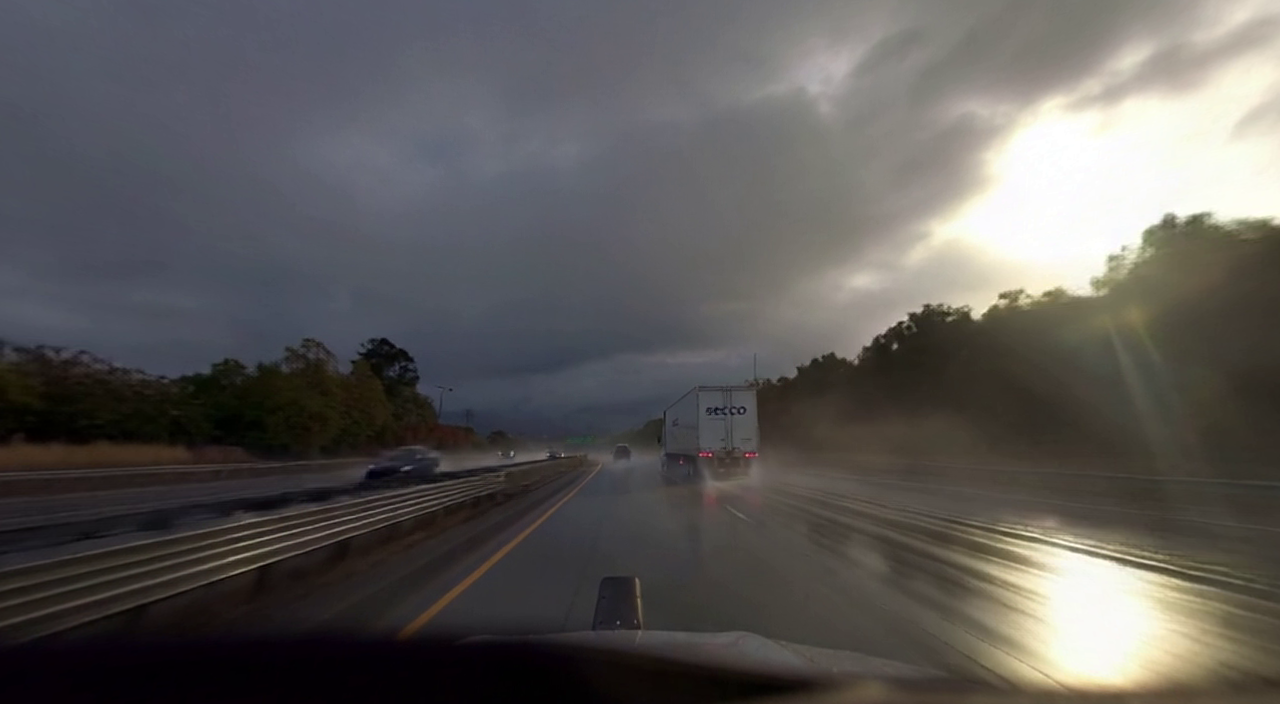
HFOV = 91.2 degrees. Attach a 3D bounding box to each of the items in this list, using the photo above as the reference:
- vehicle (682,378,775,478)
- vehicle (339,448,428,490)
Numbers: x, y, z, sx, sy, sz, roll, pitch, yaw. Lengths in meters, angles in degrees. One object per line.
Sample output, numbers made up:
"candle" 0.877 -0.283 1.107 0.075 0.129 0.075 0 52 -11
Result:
"vehicle" 3.785 3.635 29.118 2.892 3.928 8.380 0 -9 -1
"vehicle" -9.848 4.486 24.392 1.839 1.492 3.928 0 -9 -1
